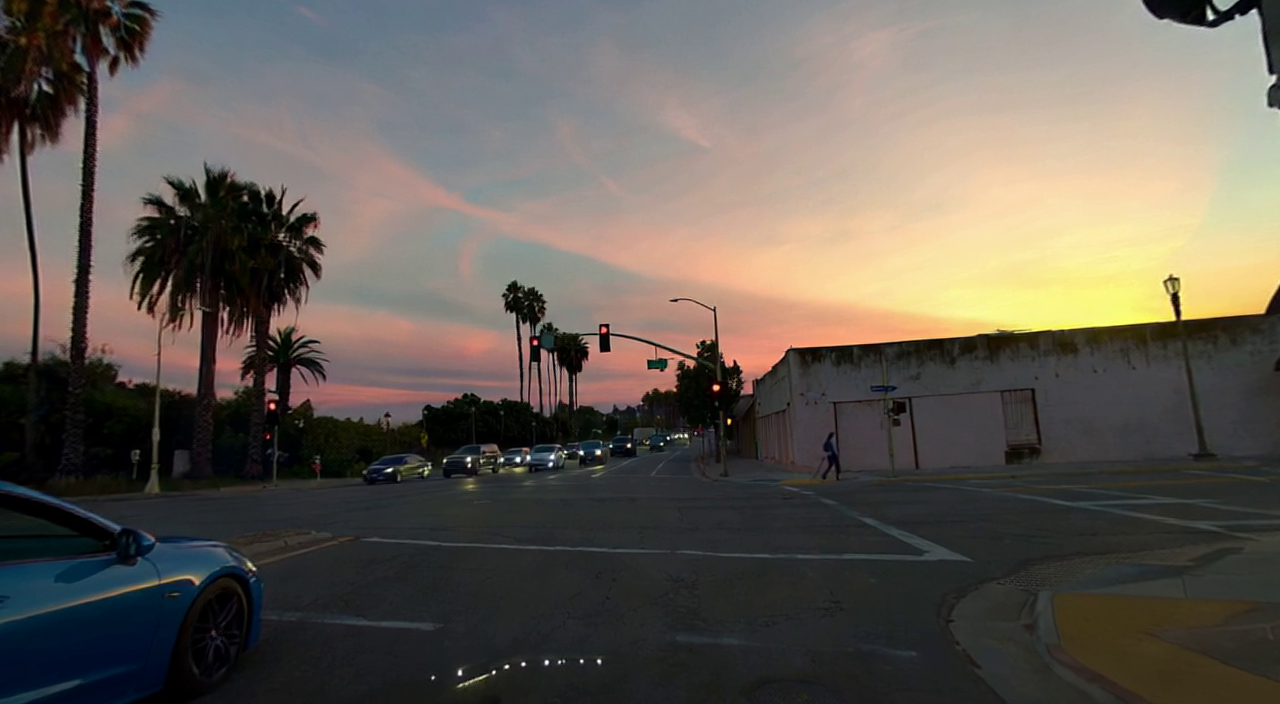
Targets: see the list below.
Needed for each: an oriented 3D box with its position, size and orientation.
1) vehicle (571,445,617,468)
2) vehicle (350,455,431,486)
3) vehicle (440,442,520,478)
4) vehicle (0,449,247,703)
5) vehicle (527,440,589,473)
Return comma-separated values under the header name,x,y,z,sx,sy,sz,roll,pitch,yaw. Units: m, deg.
name,x,y,z,sx,sy,sz,roll,pitch,yaw
vehicle,-3.152,7.238,44.016,1.839,1.468,4.549,-2,-9,14
vehicle,-12.769,6.080,32.686,1.880,1.440,4.418,-1,-9,8
vehicle,-8.637,5.883,34.695,2.152,1.825,5.406,-2,-9,10
vehicle,-3.695,1.020,2.242,1.850,1.325,4.295,0,-9,0
vehicle,-4.642,6.008,36.488,2.092,1.709,4.775,-2,-9,12
